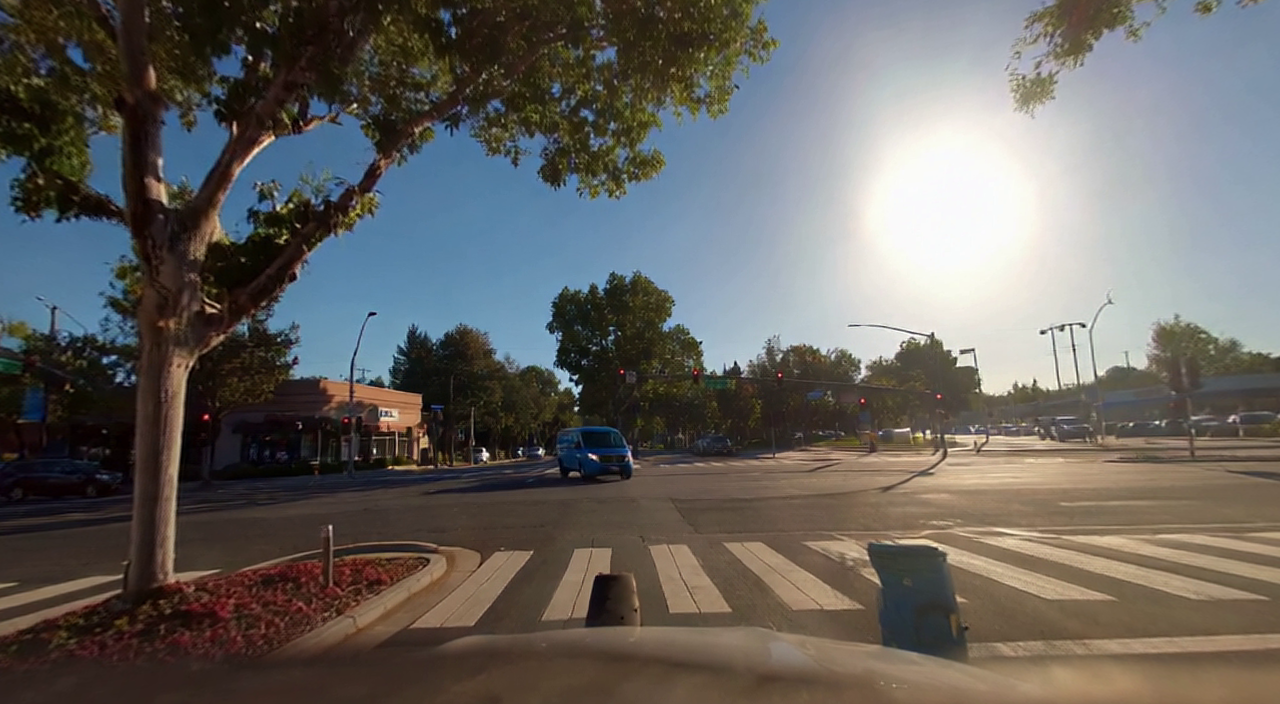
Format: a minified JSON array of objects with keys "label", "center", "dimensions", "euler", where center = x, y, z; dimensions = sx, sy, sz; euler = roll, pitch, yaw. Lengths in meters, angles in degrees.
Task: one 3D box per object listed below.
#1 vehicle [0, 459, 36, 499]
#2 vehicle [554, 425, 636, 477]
[{"label":"vehicle","center":[-44.537,8.791,43.986],"dimensions":[2.529,2.543,5.861],"euler":[6,-10,-35]},{"label":"vehicle","center":[-2.434,5.046,32.512],"dimensions":[2.465,2.404,5.791],"euler":[3,-9,-23]}]
